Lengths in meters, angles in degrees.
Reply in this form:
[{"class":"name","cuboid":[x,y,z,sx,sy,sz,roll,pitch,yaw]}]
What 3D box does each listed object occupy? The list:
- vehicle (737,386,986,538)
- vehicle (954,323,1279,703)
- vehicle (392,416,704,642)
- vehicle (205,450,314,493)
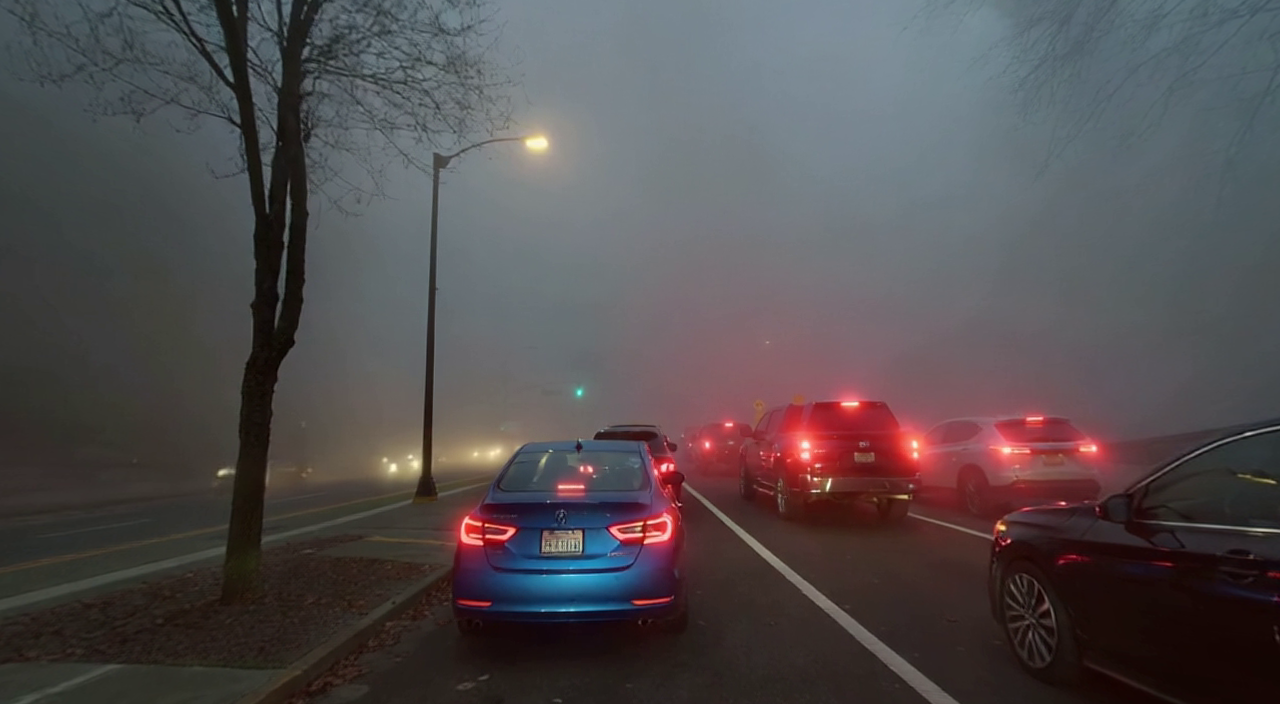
[{"class":"vehicle","cuboid":[3.533,1.956,11.687,2.444,2.098,5.766,0,-9,-1]},{"class":"vehicle","cuboid":[3.167,0.757,2.074,1.982,1.709,4.427,0,-9,1]},{"class":"vehicle","cuboid":[-0.565,1.500,6.328,2.111,1.506,4.018,0,-8,2]},{"class":"vehicle","cuboid":[-16.165,5.074,26.997,2.000,1.656,4.160,0,-8,1]}]
